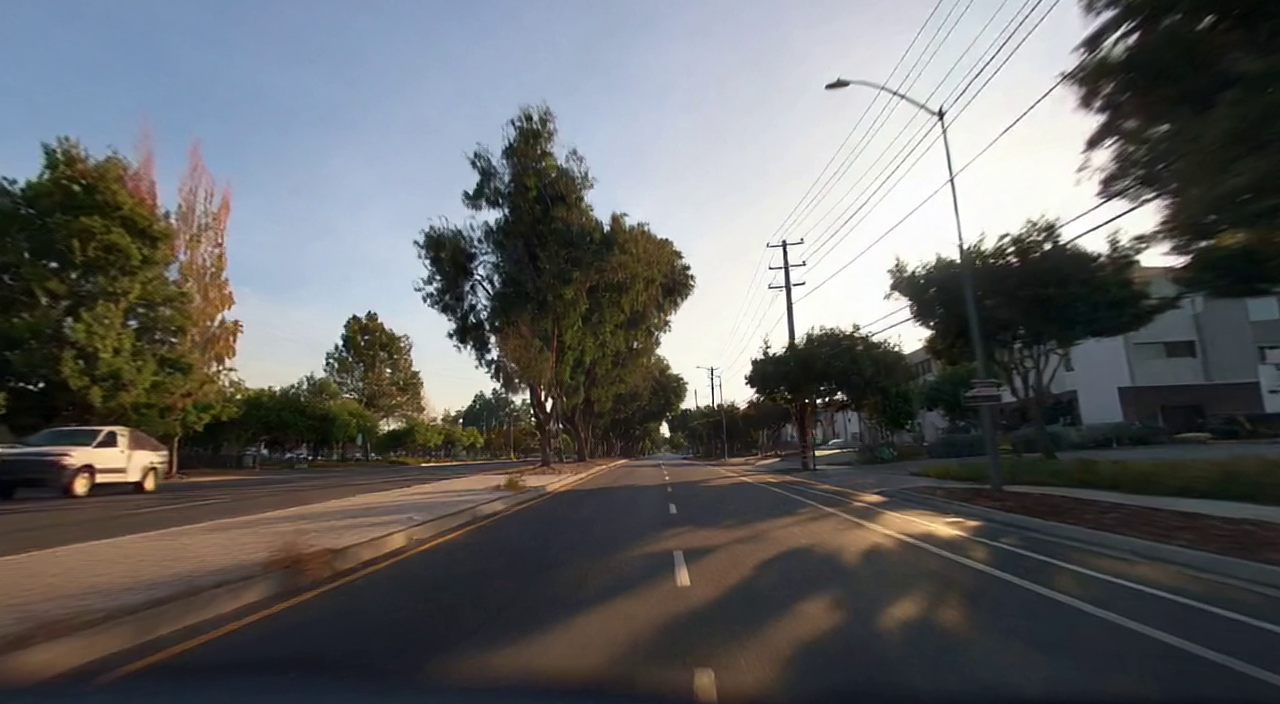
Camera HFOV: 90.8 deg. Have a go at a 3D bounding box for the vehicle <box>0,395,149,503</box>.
[{"bbox_3d":[-17.860,3.008,19.696,2.622,2.983,3.006,-3,-8,-2],"label":"vehicle"}]
